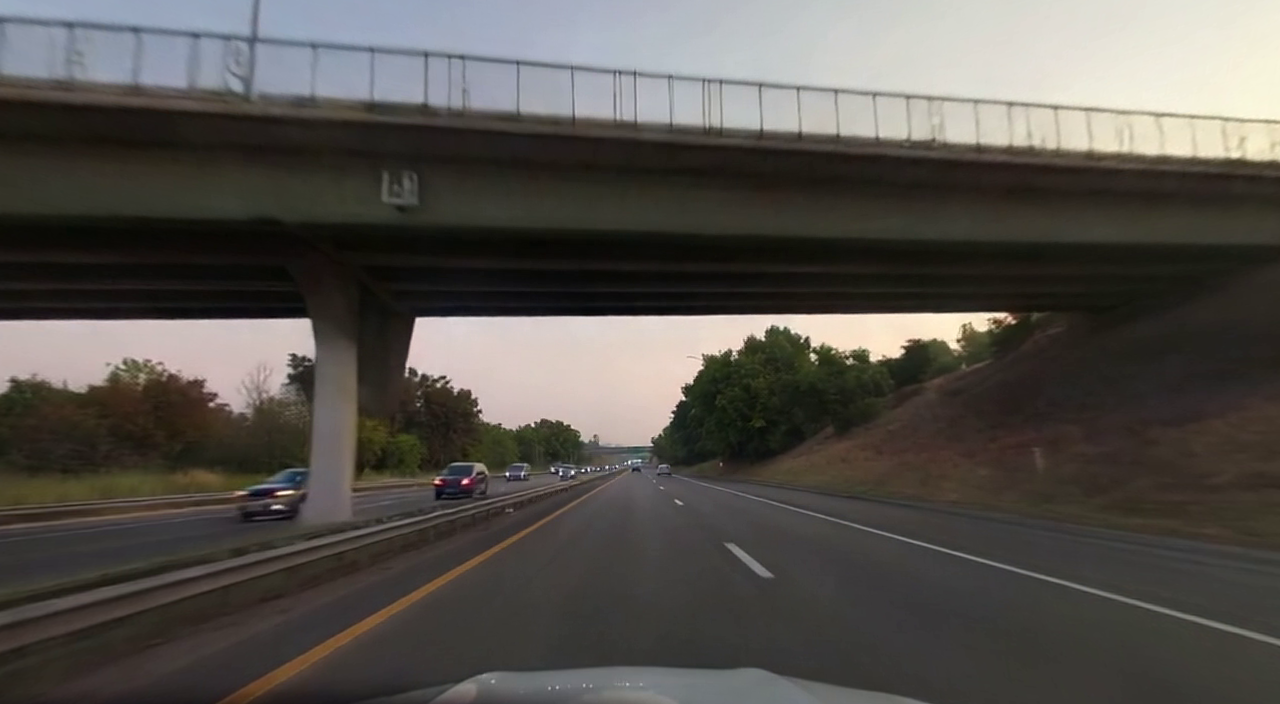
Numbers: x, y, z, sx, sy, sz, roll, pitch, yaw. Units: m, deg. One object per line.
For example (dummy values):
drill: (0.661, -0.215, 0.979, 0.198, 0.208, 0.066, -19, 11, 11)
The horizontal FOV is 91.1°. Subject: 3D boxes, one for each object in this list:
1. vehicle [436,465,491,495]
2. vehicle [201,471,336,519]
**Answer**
vehicle: (-9.523, 6.931, 34.183, 1.787, 1.465, 3.822, 1, -10, 1)
vehicle: (-13.019, 5.016, 22.446, 2.002, 1.461, 4.548, 1, -10, 0)
